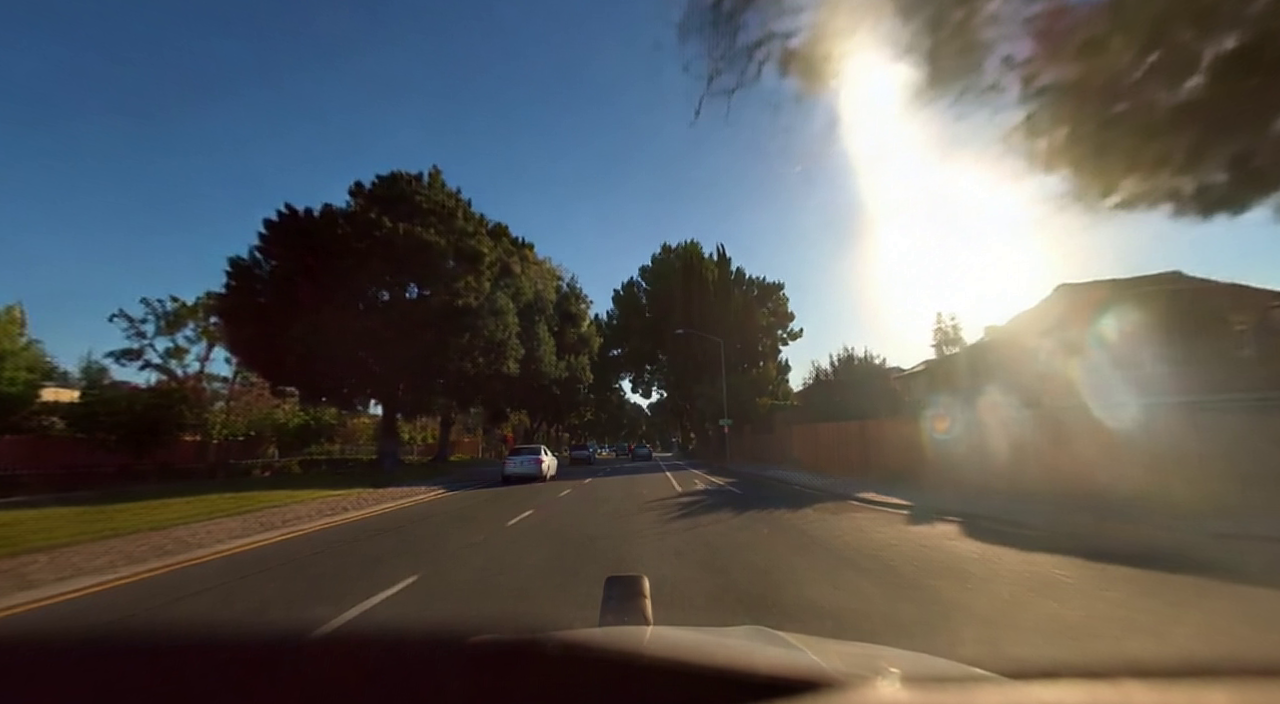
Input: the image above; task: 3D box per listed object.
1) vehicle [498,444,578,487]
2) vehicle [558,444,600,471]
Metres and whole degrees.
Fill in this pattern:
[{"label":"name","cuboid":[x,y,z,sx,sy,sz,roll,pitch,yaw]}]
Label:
[{"label":"vehicle","cuboid":[-3.752,4.254,24.036,2.188,1.473,4.651,0,-9,1]},{"label":"vehicle","cuboid":[-3.710,6.533,39.225,2.110,1.529,4.743,0,-9,1]}]
